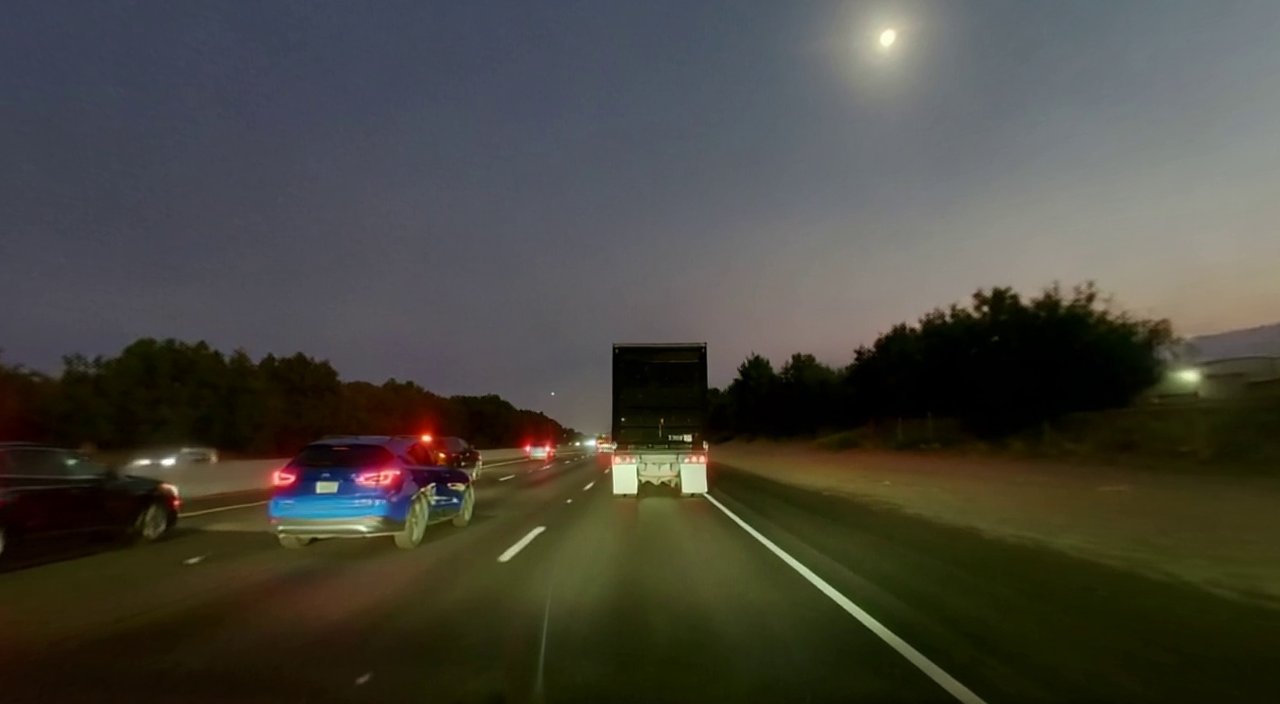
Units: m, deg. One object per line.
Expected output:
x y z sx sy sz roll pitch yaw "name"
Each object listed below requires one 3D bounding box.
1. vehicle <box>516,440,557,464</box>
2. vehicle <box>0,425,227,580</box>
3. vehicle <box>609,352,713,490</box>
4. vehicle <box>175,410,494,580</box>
-6.720 6.554 41.467 1.882 1.451 4.416 0 -9 1 "vehicle"
-7.203 1.570 6.849 2.063 1.480 4.842 0 -9 1 "vehicle"
0.637 2.686 22.931 2.870 3.841 10.653 0 -9 1 "vehicle"
-3.536 1.736 8.445 2.077 1.671 4.249 0 -9 1 "vehicle"
